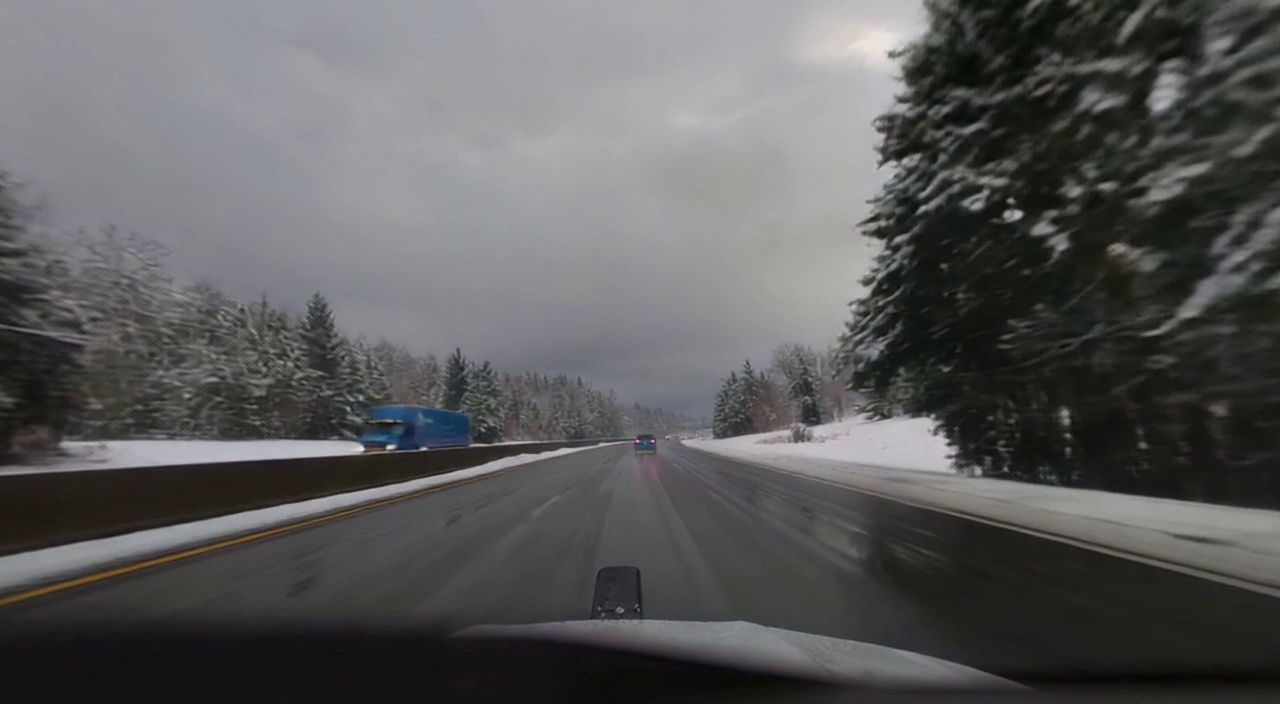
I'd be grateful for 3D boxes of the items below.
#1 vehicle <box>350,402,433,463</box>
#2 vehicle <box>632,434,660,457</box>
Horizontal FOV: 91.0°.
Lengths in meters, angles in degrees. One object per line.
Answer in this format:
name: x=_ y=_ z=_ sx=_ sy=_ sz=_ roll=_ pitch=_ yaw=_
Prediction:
vehicle: x=-16.300 y=5.375 z=41.789 sx=3.000 sy=3.720 sz=5.942 roll=0 pitch=-8 yaw=0
vehicle: x=0.460 y=7.140 z=48.049 sx=2.058 sy=1.649 sz=3.942 roll=0 pitch=-8 yaw=0
